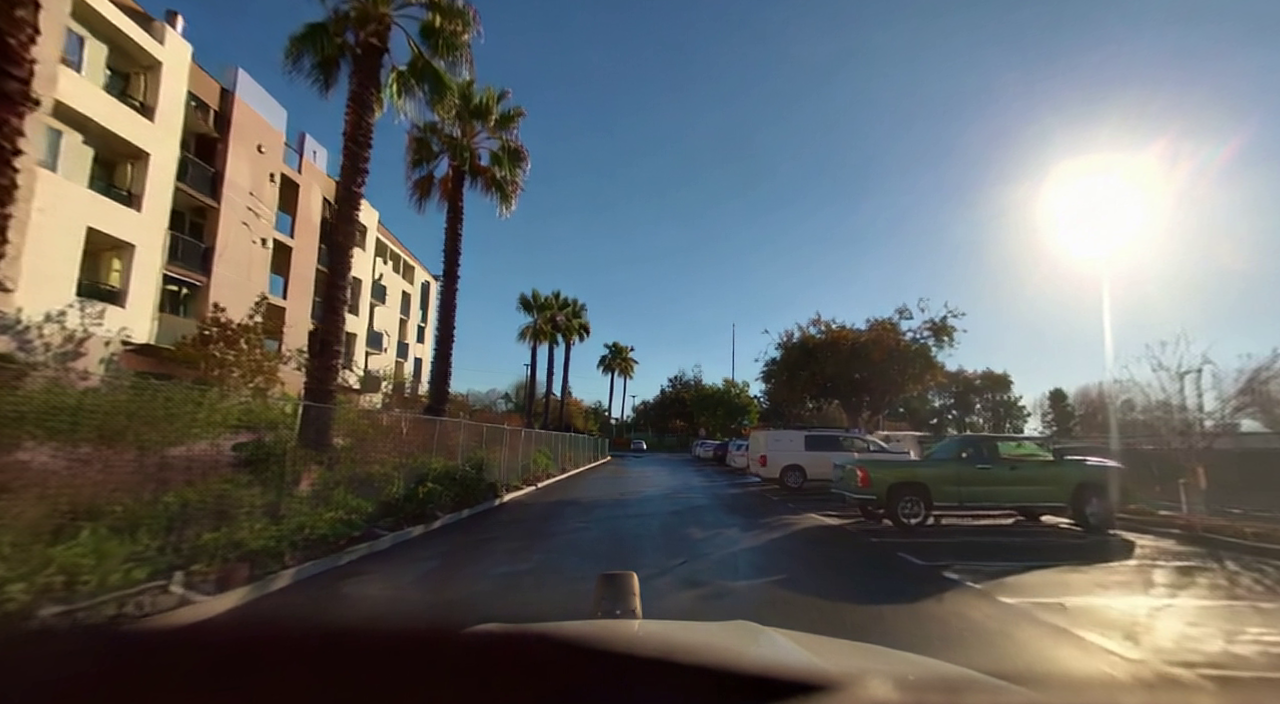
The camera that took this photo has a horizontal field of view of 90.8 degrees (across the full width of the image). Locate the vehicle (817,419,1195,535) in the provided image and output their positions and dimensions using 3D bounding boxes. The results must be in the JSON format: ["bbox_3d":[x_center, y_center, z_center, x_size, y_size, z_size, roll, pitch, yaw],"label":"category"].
[{"bbox_3d":[6.146,2.144,11.154,5.381,1.826,2.047,0,-9,-2],"label":"vehicle"}]
